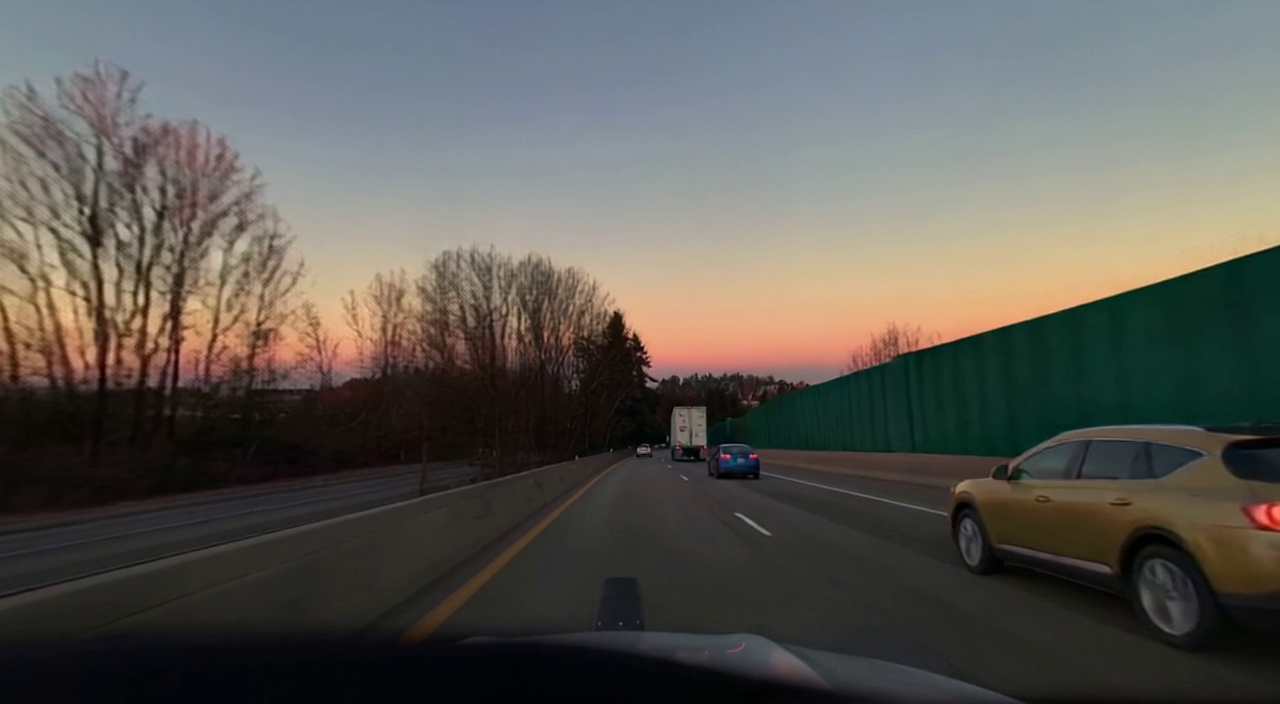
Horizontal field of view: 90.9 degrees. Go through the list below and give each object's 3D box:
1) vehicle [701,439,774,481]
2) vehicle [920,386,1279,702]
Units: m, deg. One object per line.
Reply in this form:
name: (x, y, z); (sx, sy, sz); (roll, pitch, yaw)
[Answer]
vehicle: (3.666, 4.136, 24.490); (2.000, 1.473, 4.440); (1, -8, -2)
vehicle: (4.057, 1.178, 4.703); (1.940, 1.539, 4.005); (1, -8, -2)
